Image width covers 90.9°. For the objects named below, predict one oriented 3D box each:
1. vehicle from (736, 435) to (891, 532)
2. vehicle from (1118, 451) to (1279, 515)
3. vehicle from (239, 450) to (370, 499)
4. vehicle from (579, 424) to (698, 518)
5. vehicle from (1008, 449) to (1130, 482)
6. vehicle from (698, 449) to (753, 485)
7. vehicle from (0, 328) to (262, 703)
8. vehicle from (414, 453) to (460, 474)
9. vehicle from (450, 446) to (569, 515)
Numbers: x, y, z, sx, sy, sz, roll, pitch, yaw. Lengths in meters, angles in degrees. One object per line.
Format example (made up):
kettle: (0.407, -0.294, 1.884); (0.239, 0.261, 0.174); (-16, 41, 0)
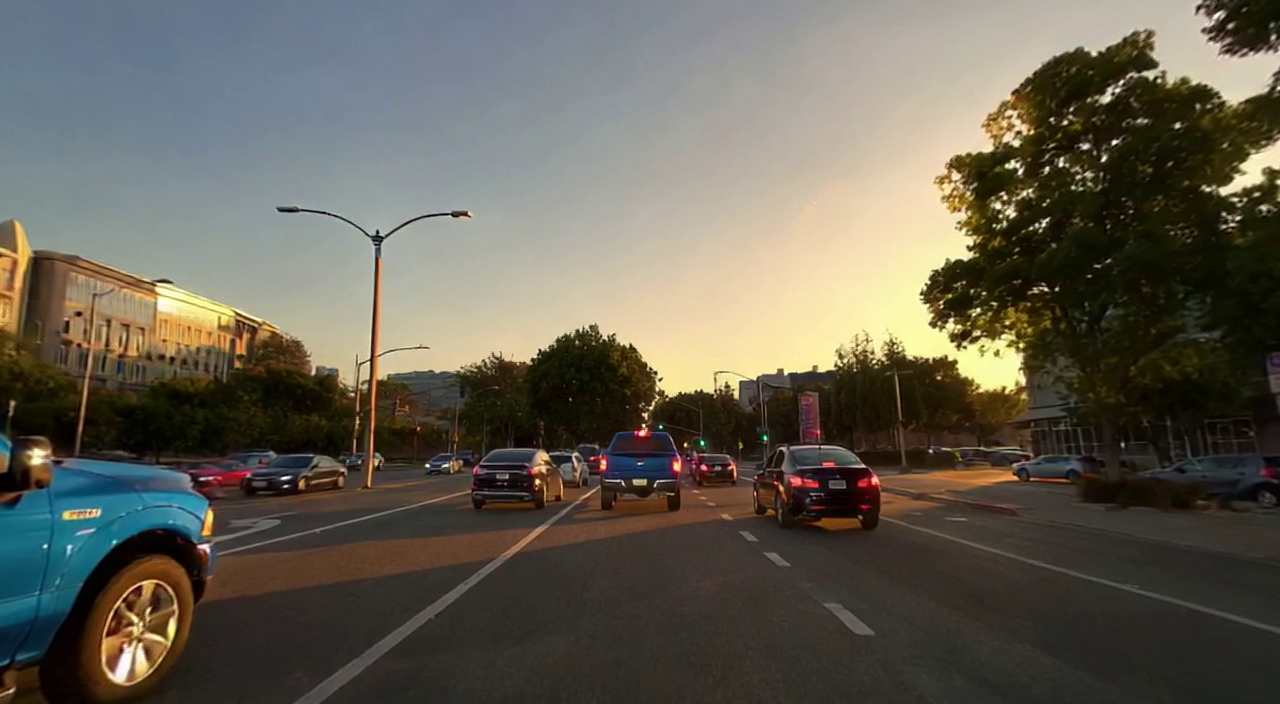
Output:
vehicle: (3.309, 2.569, 12.965); (1.955, 1.628, 4.152); (0, -8, 0)
vehicle: (17.447, 3.905, 19.368); (1.940, 1.500, 4.748); (-2, -7, 3)
vehicle: (-11.552, 4.213, 22.139); (1.968, 1.487, 4.676); (0, -8, 1)
vehicle: (-0.028, 2.861, 15.736); (2.493, 1.934, 4.957); (0, -8, 0)
vehicle: (22.286, 5.867, 33.028); (2.003, 1.515, 4.939); (3, -9, -20)
vehicle: (3.845, 5.234, 29.072); (1.968, 1.472, 4.456); (0, -8, 0)
vehicle: (-3.466, 0.682, 1.656); (1.994, 1.759, 4.709); (0, -8, 0)
vehicle: (-15.184, 8.364, 47.394); (1.932, 1.449, 4.545); (0, -8, 1)
vehicle: (-3.092, 3.120, 15.948); (1.986, 1.465, 4.509); (0, -8, 1)
